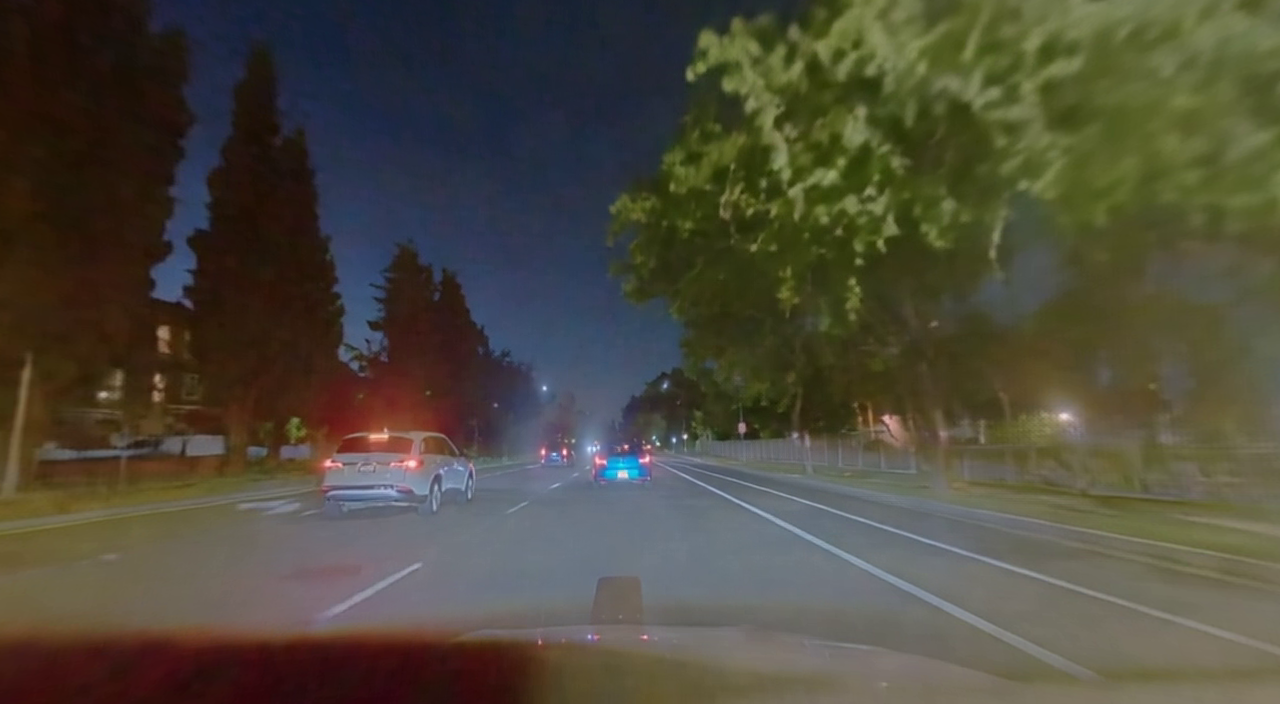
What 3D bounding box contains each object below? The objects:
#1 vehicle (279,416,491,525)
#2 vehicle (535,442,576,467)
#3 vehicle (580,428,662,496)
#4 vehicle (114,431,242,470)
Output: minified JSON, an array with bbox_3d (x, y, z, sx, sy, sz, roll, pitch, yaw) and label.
[{"bbox_3d":[-4.598,2.223,12.393,2.243,1.722,4.621,0,-8,0],"label":"vehicle"},{"bbox_3d":[-5.327,6.510,40.301,2.014,1.493,4.658,0,-8,-1],"label":"vehicle"},{"bbox_3d":[-0.522,3.178,18.616,2.131,1.761,4.242,0,-8,-1],"label":"vehicle"},{"bbox_3d":[-25.689,5.504,35.301,5.216,2.058,2.299,0,-8,-1],"label":"vehicle"}]
